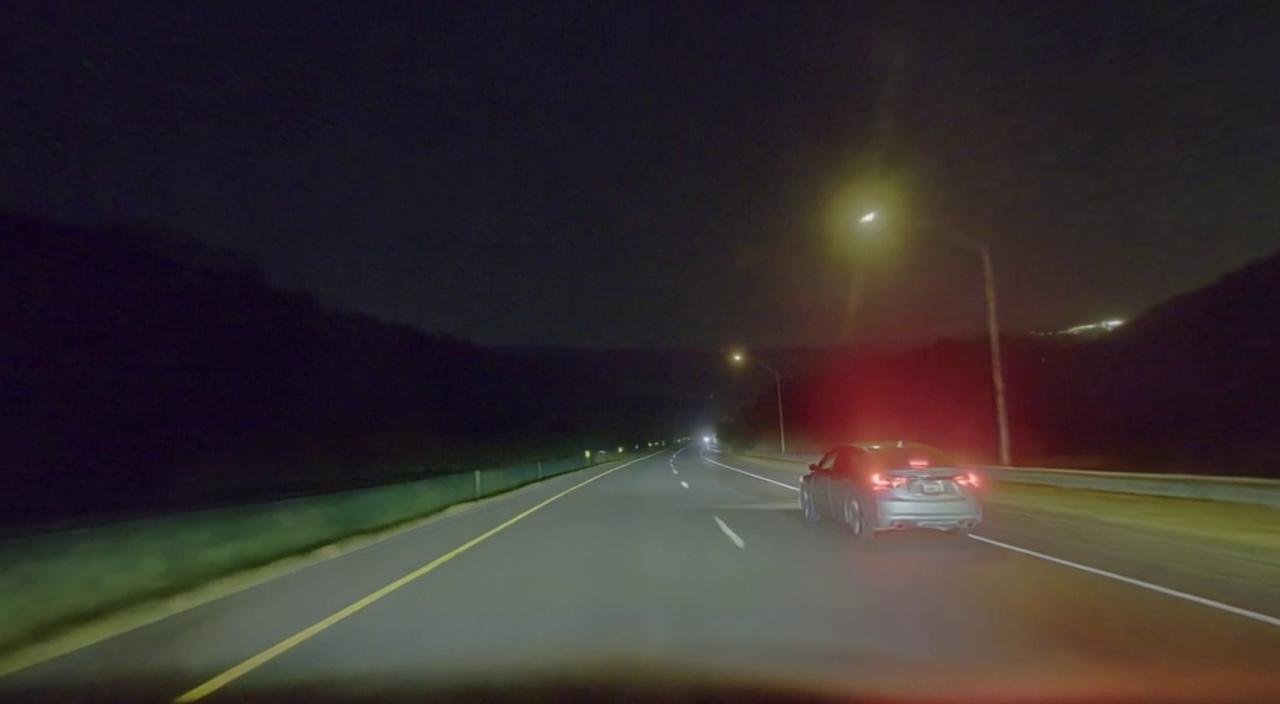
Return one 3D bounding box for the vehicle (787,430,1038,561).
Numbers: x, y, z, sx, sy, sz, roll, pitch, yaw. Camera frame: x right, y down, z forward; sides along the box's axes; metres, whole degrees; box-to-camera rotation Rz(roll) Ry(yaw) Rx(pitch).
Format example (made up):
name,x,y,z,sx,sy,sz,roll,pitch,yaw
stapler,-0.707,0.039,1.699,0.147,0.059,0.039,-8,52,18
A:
name,x,y,z,sx,sy,sz,roll,pitch,yaw
vehicle,3.695,1.999,9.521,1.997,1.515,4.025,0,-8,0
